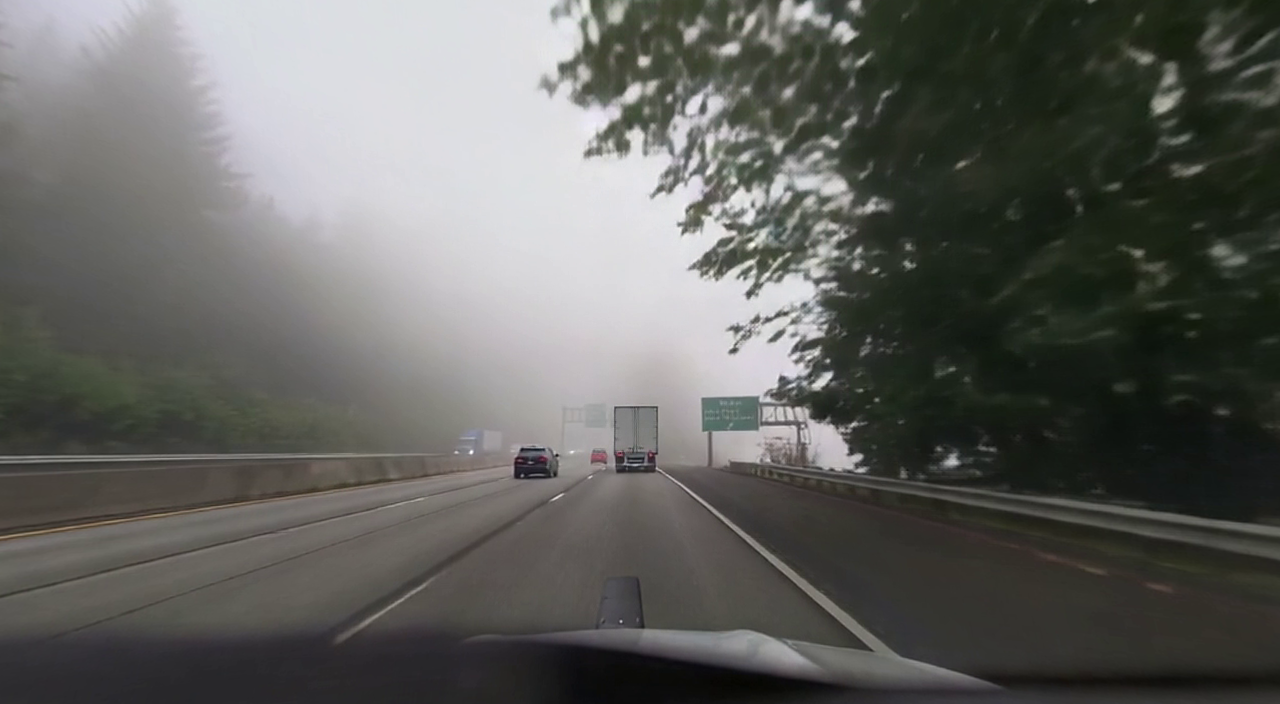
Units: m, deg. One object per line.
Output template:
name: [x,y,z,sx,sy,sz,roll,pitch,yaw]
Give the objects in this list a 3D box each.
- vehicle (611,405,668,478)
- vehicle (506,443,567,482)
vehicle: [-0.124,5.722,39.672,2.976,3.800,12.335,0,-9,-1]
vehicle: [-4.409,4.781,27.451,1.964,1.556,4.071,0,-9,0]
